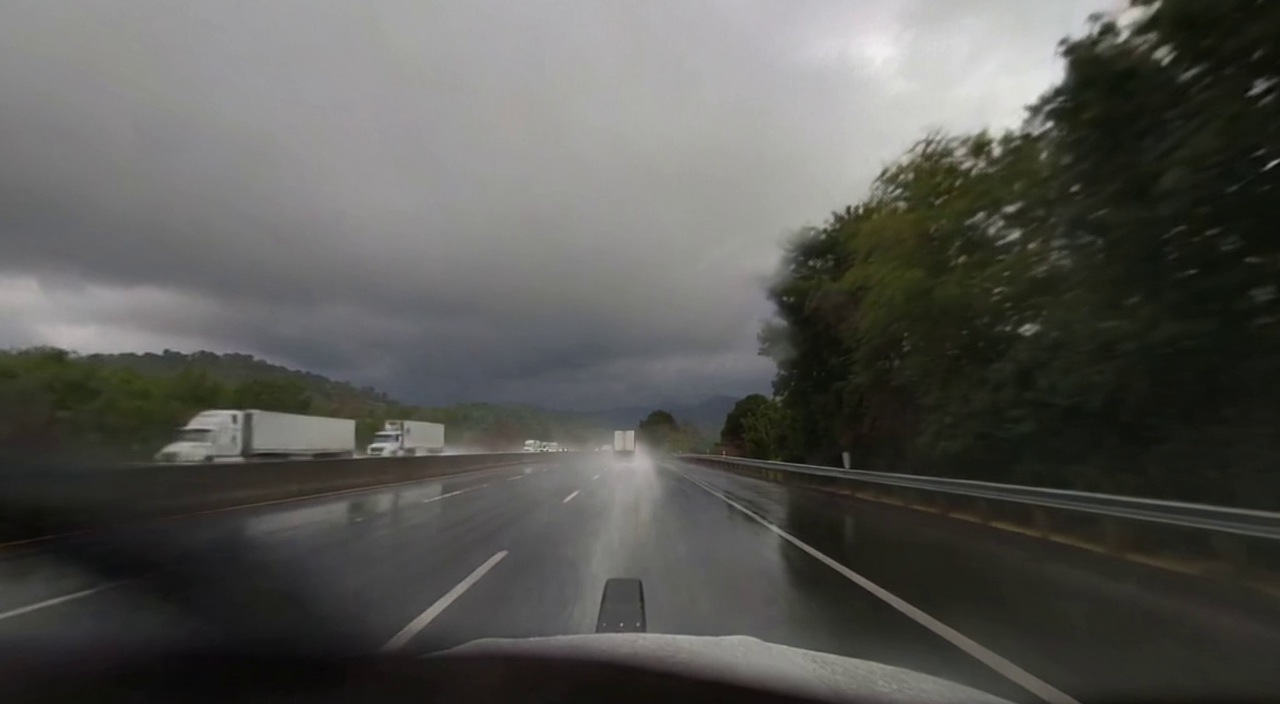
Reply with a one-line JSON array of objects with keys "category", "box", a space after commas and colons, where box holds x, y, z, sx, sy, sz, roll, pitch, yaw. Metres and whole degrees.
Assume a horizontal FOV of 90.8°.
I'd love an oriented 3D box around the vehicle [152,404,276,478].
[{"category": "vehicle", "box": [-24.542, 5.215, 36.777, 3.030, 3.899, 5.928, 0, -9, -2]}]
